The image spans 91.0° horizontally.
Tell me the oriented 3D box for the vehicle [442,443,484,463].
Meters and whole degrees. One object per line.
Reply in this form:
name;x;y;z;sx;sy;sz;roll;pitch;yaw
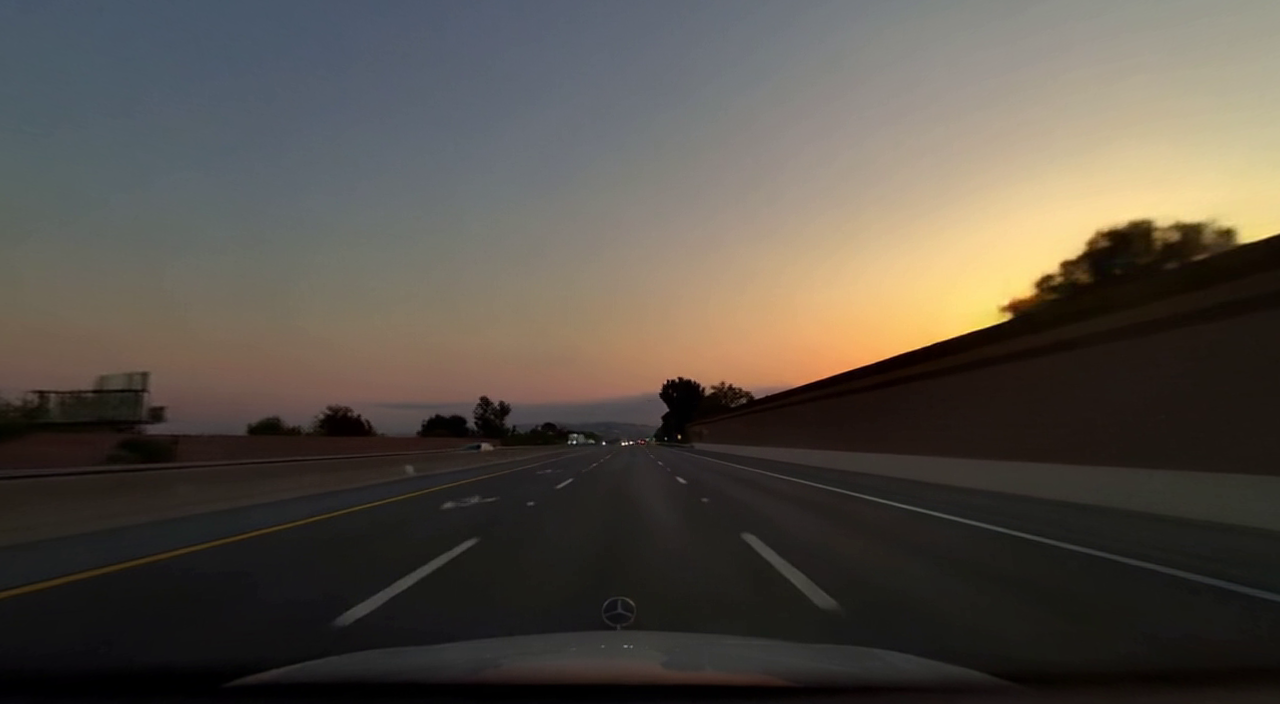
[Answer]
vehicle;-13.694;7.841;48.967;1.942;1.444;4.697;0;-8;0
